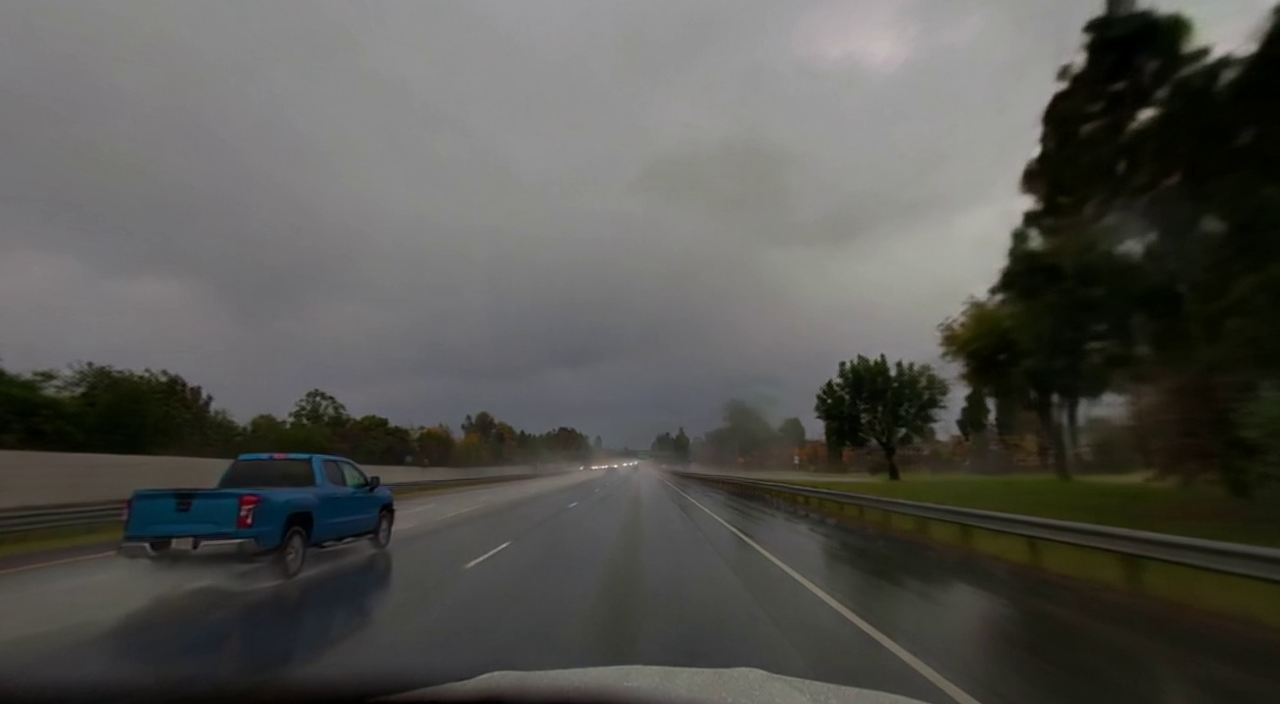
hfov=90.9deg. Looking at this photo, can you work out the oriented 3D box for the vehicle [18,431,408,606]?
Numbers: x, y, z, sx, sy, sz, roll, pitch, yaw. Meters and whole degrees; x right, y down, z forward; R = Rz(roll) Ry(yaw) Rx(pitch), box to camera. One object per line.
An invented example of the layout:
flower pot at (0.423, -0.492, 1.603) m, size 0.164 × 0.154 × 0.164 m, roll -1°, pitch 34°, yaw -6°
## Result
vehicle at (-4.583, 1.866, 7.727) m, size 1.914 × 1.534 × 4.015 m, roll 1°, pitch -10°, yaw 0°
